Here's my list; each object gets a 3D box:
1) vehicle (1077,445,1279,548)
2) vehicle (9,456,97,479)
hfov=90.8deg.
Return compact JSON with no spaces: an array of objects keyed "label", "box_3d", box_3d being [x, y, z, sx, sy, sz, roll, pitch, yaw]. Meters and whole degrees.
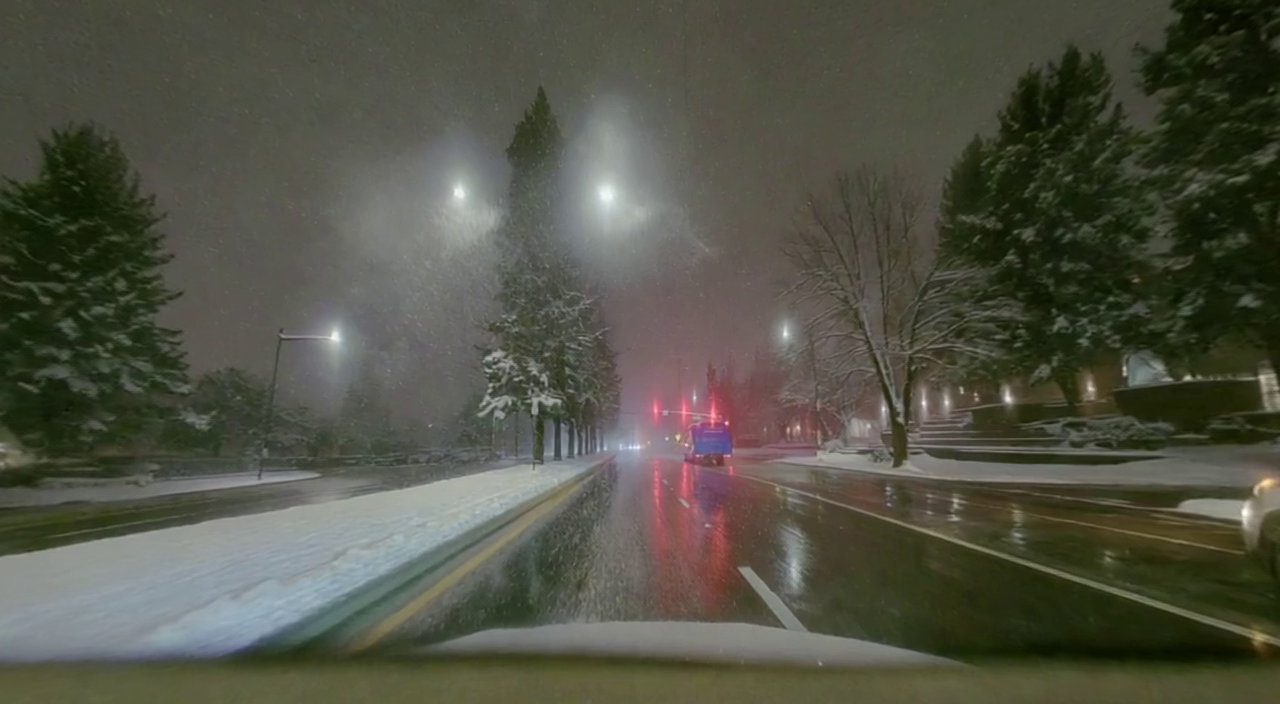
[{"label":"vehicle","box_3d":[10.077,2.280,10.495,1.987,1.441,5.005,0,-8,-1]},{"label":"vehicle","box_3d":[-41.881,8.240,45.156,4.408,1.611,1.902,0,-8,2]}]
